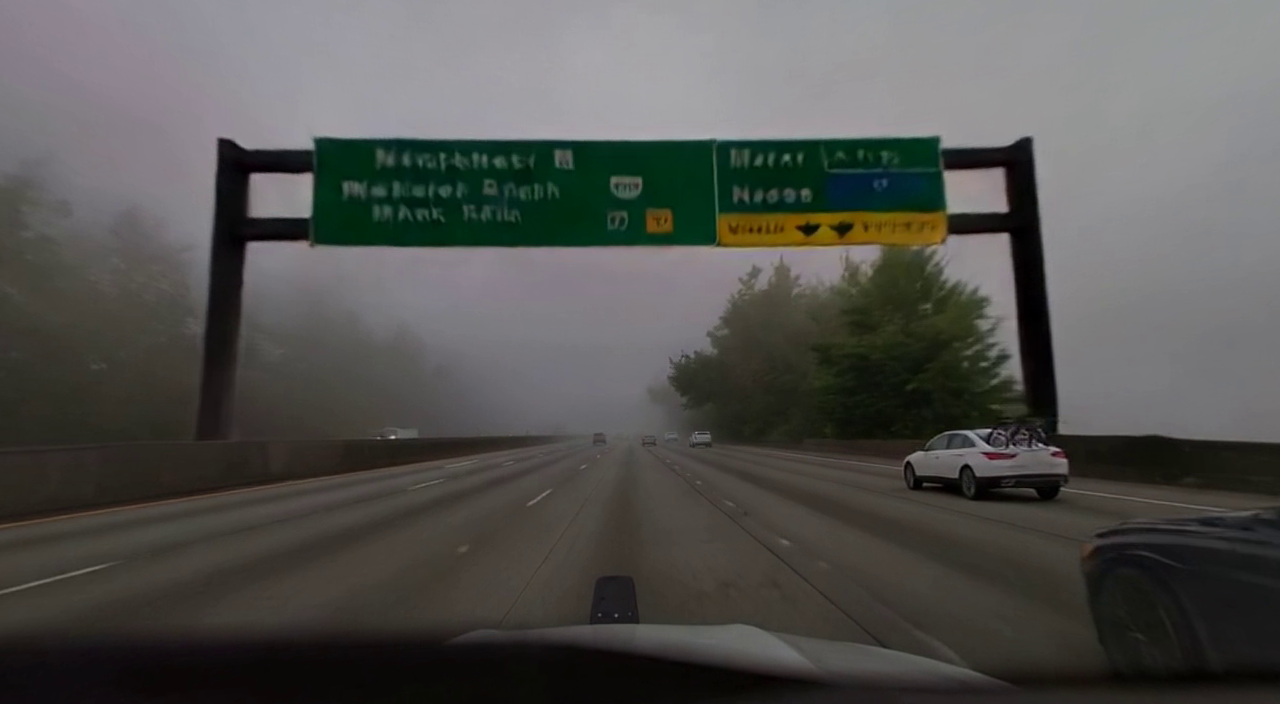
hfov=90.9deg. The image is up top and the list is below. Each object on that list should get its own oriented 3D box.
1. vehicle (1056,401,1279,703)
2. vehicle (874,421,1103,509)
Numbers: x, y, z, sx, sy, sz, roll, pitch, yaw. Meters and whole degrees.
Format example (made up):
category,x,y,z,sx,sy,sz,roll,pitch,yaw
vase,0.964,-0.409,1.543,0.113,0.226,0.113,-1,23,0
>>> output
category,x,y,z,sx,sy,sz,roll,pitch,yaw
vehicle,3.902,0.829,1.909,2.094,1.441,4.568,0,-8,-1
vehicle,6.942,2.272,13.350,2.034,1.511,4.785,0,-8,-2
